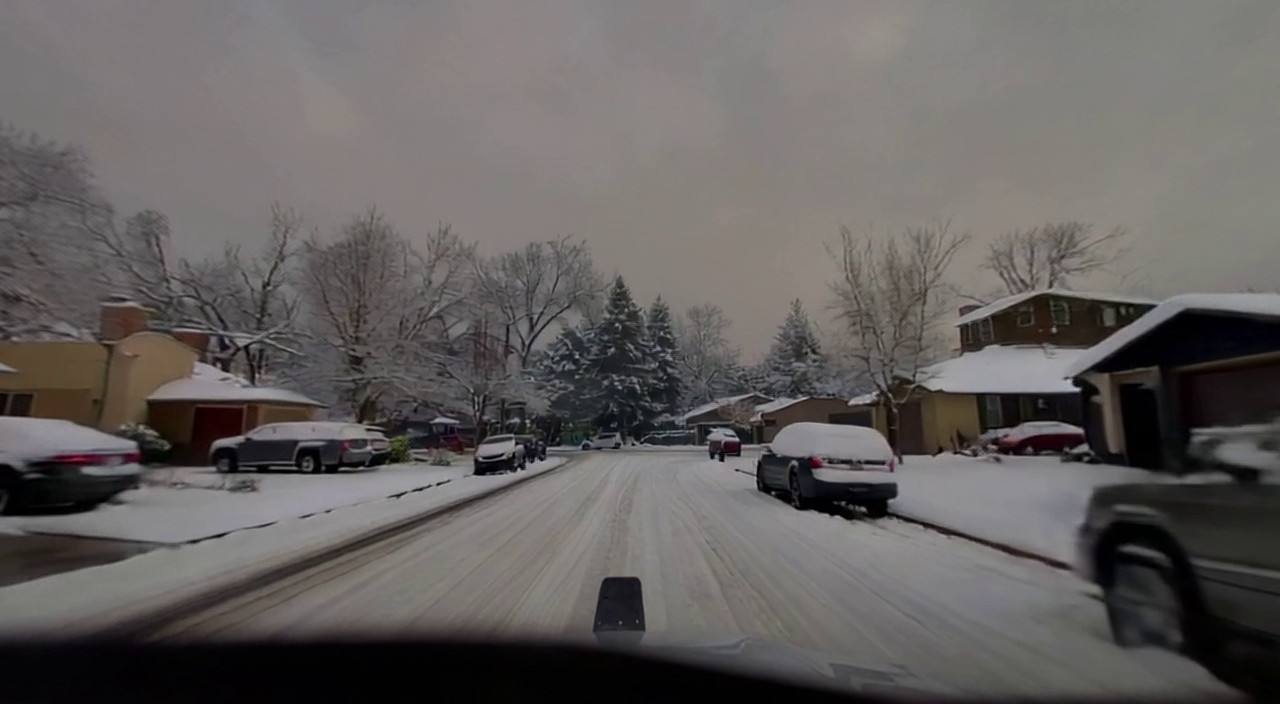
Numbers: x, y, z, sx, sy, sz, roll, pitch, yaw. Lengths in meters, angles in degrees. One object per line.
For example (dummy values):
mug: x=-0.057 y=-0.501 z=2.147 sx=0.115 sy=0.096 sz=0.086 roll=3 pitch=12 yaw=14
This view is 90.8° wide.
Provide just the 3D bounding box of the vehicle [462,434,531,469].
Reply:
vehicle: x=-6.757 y=4.593 z=29.259 sx=2.236 sy=1.459 sz=4.832 roll=3 pitch=-9 yaw=-23

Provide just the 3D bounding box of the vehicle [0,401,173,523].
vehicle: x=-9.920 y=1.565 z=9.161 sx=4.672 sy=1.540 sz=2.079 roll=-1 pitch=-8 yaw=2

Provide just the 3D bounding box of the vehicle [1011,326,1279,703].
vehicle: x=3.924 y=0.747 z=2.323 sx=2.166 sy=1.842 sz=4.644 roll=0 pitch=-7 yaw=-2

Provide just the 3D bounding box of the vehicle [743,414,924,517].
vehicle: x=3.919 y=2.398 z=14.018 sx=2.235 sy=1.829 sz=5.194 roll=0 pitch=-8 yaw=-1

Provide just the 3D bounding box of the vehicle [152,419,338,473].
vehicle: x=-11.780 y=2.843 z=19.082 sx=4.221 sy=1.508 sz=2.032 roll=0 pitch=-8 yaw=-1
